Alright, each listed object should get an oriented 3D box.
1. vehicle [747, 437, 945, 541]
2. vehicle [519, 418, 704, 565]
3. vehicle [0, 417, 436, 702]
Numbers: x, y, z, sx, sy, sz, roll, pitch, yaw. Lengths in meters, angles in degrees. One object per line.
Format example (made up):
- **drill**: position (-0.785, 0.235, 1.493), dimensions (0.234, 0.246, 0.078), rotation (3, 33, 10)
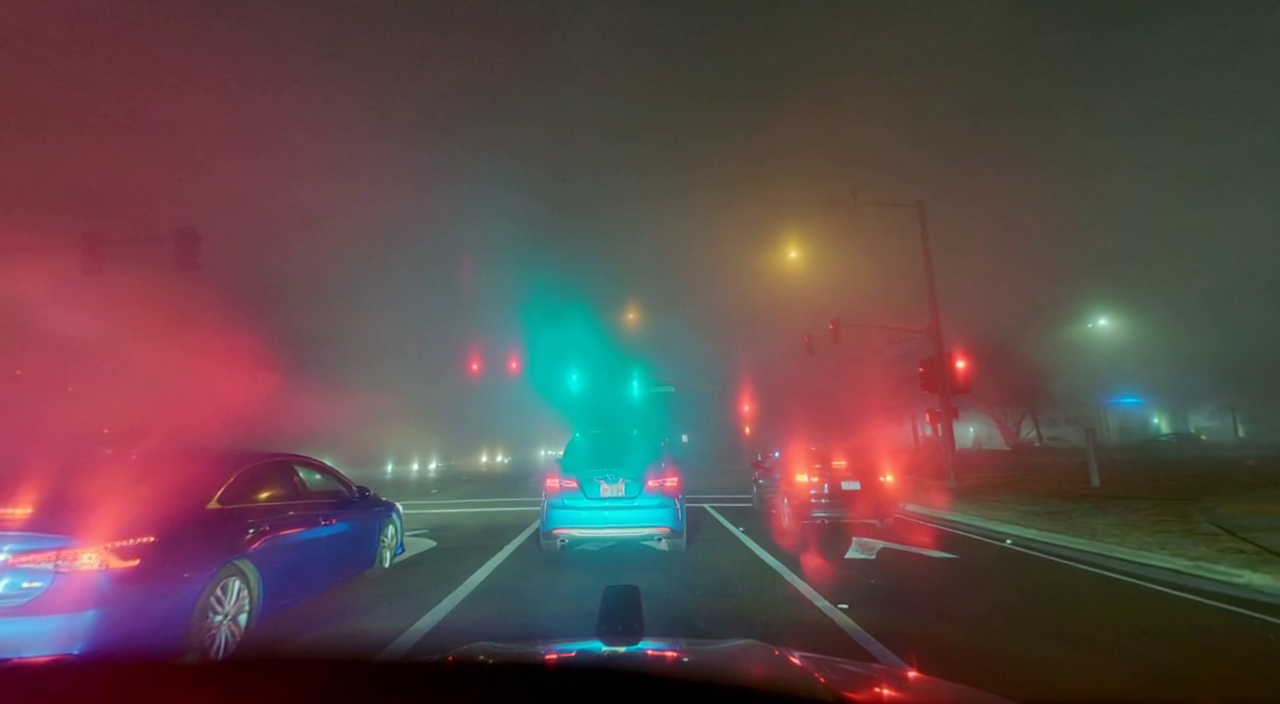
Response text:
- **vehicle**: position (3.295, 2.274, 11.196), dimensions (1.970, 1.449, 4.433), rotation (0, -8, -1)
- **vehicle**: position (-0.348, 1.833, 8.987), dimensions (2.038, 1.599, 3.844), rotation (0, -8, -1)
- **vehicle**: position (-3.578, 1.421, 5.602), dimensions (2.052, 1.472, 4.479), rotation (0, -8, 0)
